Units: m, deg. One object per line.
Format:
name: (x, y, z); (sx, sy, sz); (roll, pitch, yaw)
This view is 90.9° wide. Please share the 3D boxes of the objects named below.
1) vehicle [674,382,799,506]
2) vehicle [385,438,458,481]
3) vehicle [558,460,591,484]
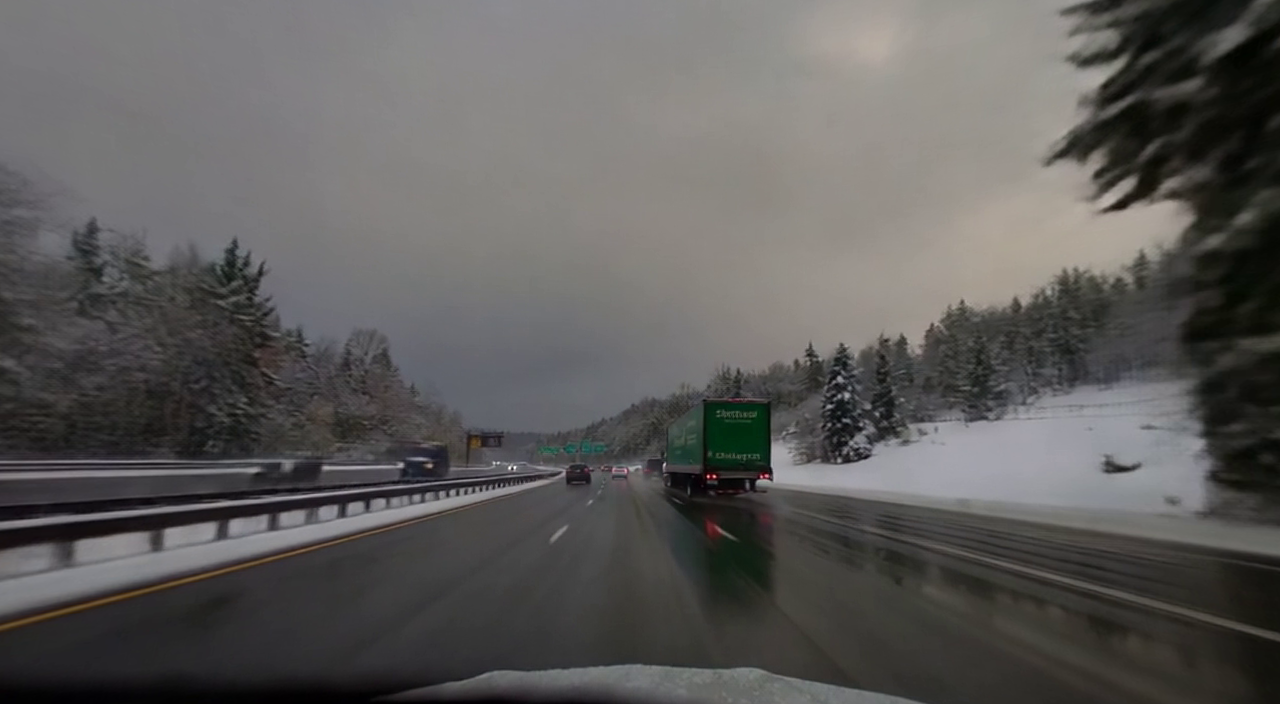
vehicle: (3.776, 4.476, 29.190); (2.992, 4.300, 13.967); (1, -10, -2)
vehicle: (-13.549, 6.808, 39.604); (2.371, 2.442, 6.351); (1, -10, -2)
vehicle: (-4.961, 9.106, 48.027); (2.155, 1.667, 4.615); (1, -10, -2)
